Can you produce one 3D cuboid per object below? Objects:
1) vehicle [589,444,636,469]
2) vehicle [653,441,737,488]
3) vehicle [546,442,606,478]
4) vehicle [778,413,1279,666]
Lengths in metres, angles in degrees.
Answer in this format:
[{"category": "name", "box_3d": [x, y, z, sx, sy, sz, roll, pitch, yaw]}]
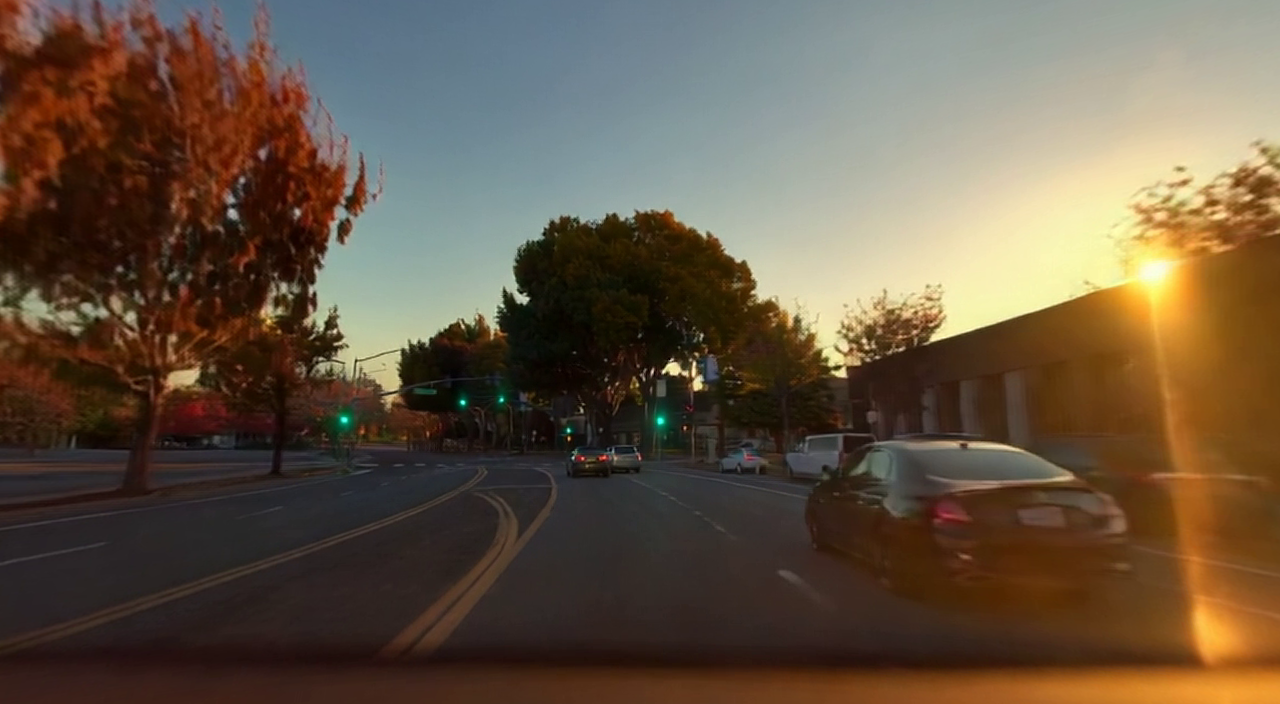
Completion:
[{"category": "vehicle", "box_3d": [-1.782, 6.480, 39.269, 1.957, 1.463, 4.701, 2, -9, -15]}, {"category": "vehicle", "box_3d": [1.823, 3.947, 22.501, 1.984, 1.476, 4.488, 1, -9, -8]}, {"category": "vehicle", "box_3d": [-3.157, 5.112, 30.090, 2.308, 1.535, 4.811, 2, -9, -12]}, {"category": "vehicle", "box_3d": [2.974, 1.433, 5.986, 2.280, 1.472, 4.426, 0, -9, -1]}]
